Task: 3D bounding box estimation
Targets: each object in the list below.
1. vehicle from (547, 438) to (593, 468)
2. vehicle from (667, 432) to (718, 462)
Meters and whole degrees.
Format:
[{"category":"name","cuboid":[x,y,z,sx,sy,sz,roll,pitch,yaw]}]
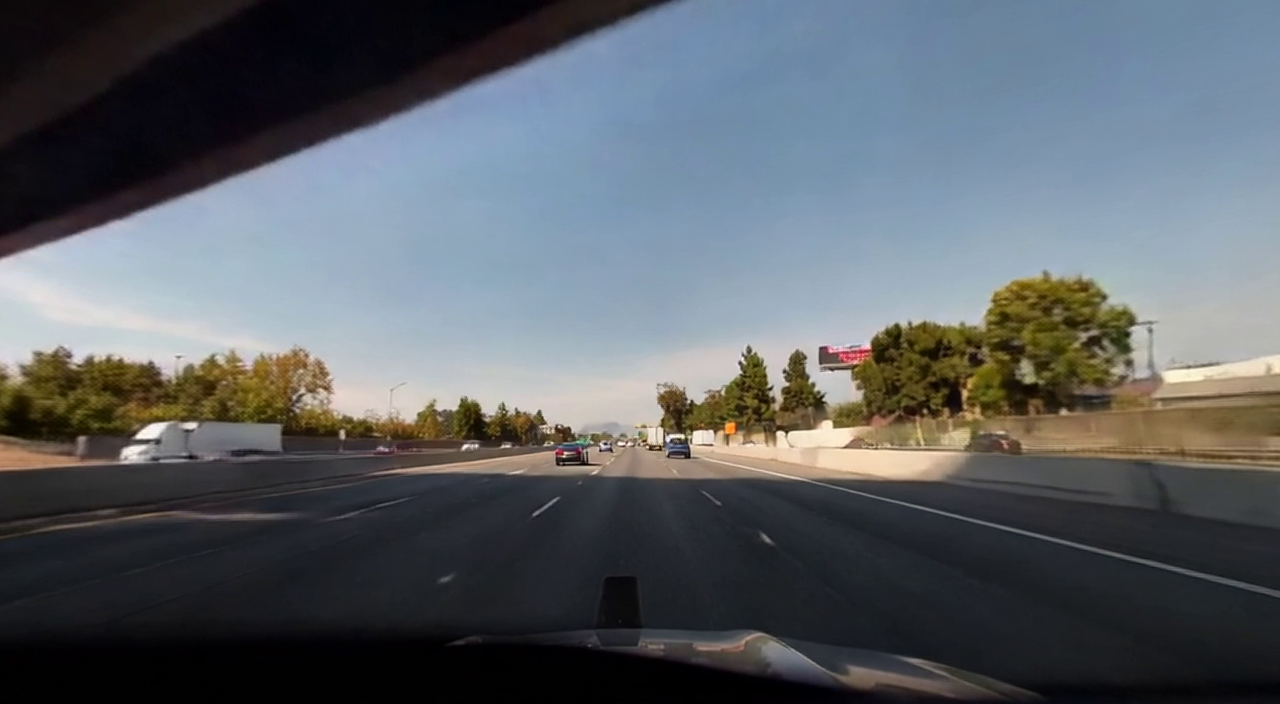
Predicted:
[{"category":"vehicle","cuboid":[-3.759,5.537,34.613,2.066,1.500,4.415,0,-8,0]},{"category":"vehicle","cuboid":[3.865,7.501,49.854,3.042,2.004,14.051,0,-8,1]}]
